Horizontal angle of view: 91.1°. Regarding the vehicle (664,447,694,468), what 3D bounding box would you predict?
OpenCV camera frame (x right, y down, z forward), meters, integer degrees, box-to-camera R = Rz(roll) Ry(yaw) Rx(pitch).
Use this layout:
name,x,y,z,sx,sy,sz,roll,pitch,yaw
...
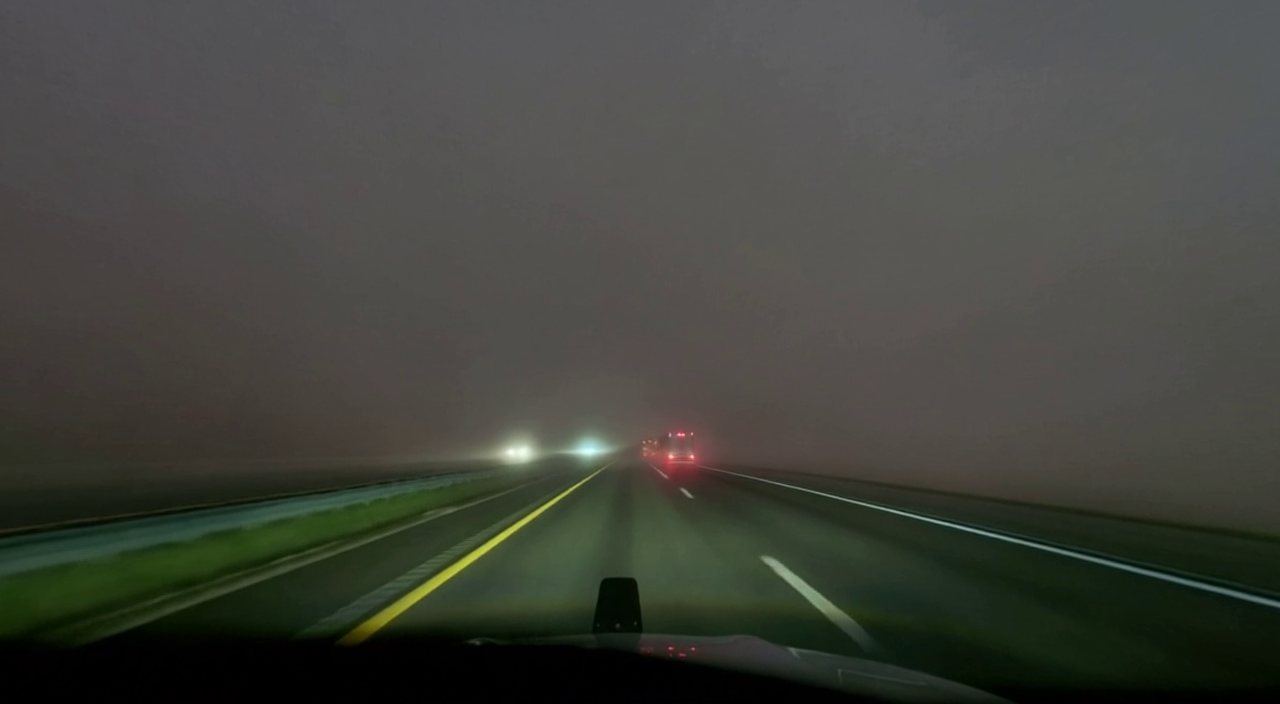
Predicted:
name,x,y,z,sx,sy,sz,roll,pitch,yaw
vehicle,2.842,7.721,46.131,1.836,1.459,3.766,0,-9,-2
